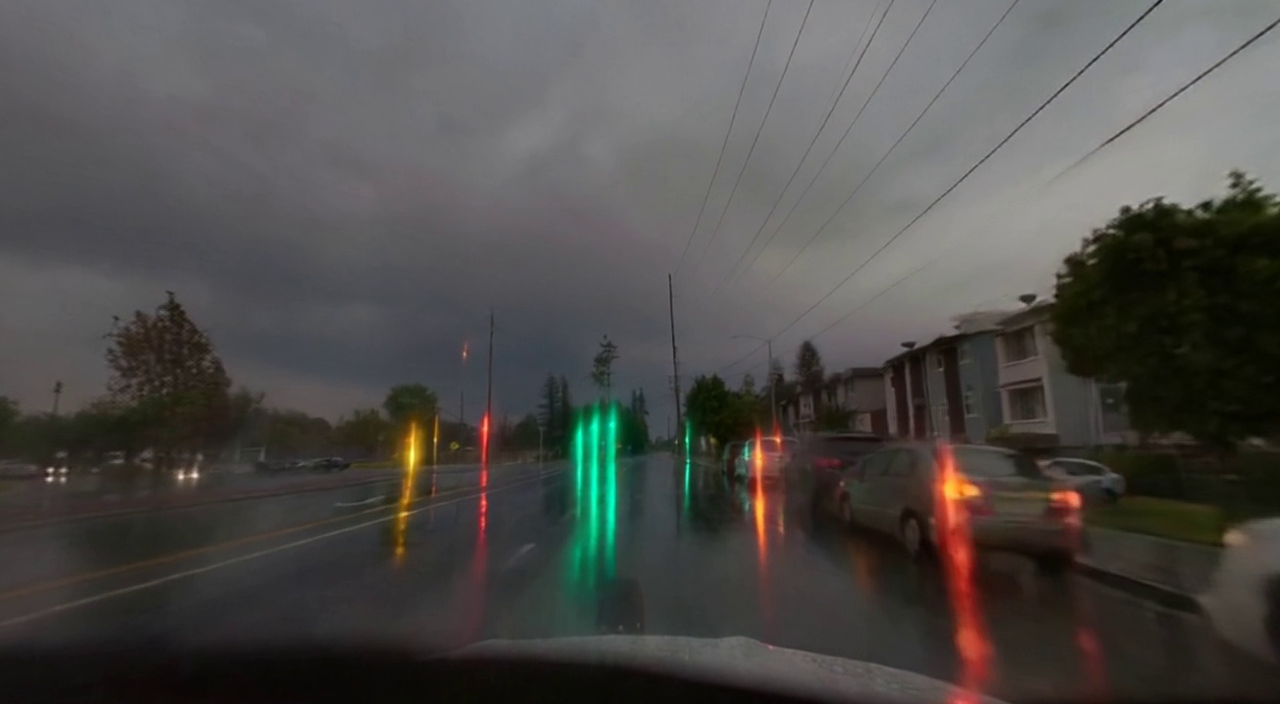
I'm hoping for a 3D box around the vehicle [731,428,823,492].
[{"bbox_3d":[4.566,3.687,21.915,2.056,1.941,4.955,0,-8,0],"label":"vehicle"}]

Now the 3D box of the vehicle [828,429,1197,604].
[{"bbox_3d":[4.008,1.806,8.065,1.925,1.505,4.895,0,-8,3],"label":"vehicle"}]
